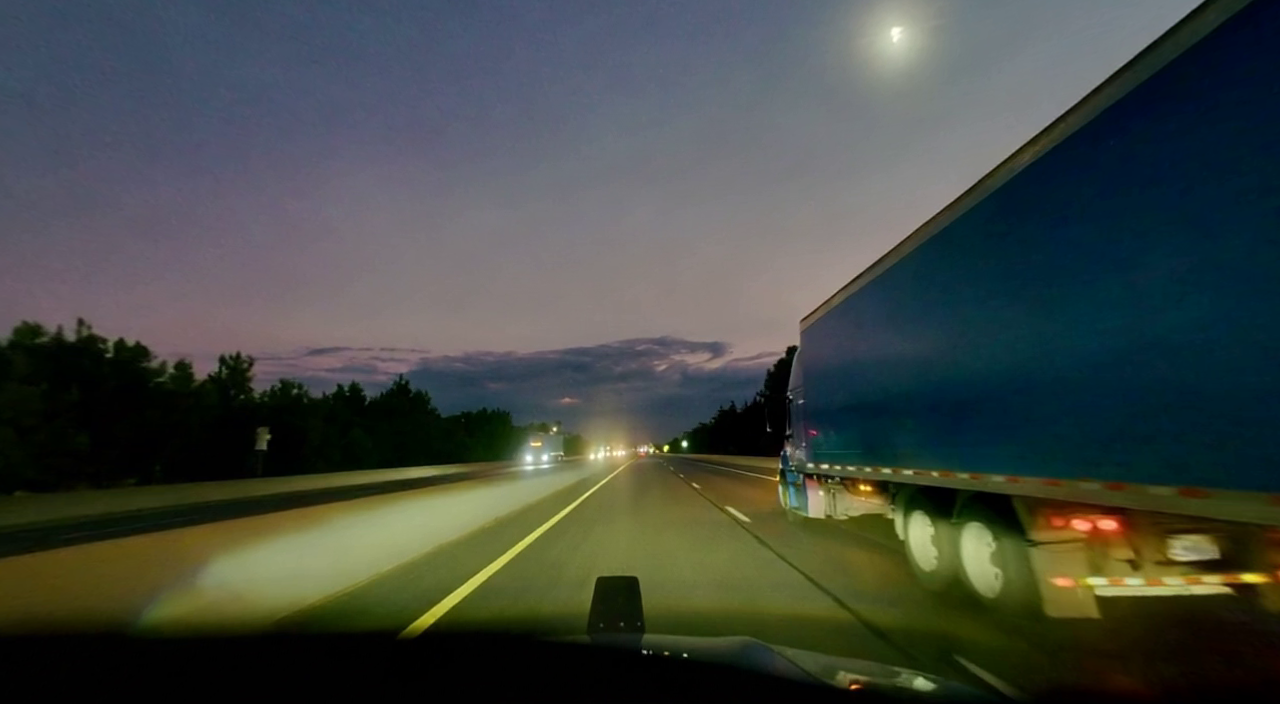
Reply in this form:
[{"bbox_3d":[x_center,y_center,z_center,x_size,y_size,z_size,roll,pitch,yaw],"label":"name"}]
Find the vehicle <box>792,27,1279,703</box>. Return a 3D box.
[{"bbox_3d":[4.104,0.661,6.632,2.920,3.288,7.793,0,-9,-1],"label":"vehicle"}]
